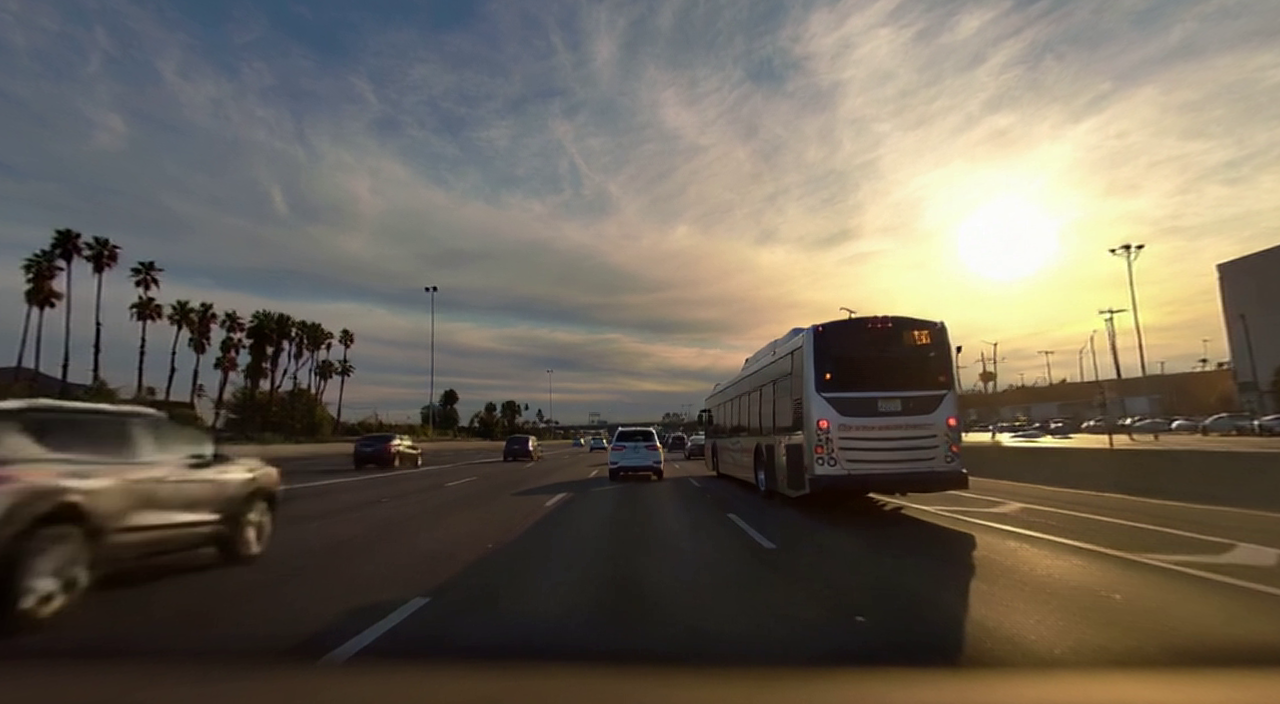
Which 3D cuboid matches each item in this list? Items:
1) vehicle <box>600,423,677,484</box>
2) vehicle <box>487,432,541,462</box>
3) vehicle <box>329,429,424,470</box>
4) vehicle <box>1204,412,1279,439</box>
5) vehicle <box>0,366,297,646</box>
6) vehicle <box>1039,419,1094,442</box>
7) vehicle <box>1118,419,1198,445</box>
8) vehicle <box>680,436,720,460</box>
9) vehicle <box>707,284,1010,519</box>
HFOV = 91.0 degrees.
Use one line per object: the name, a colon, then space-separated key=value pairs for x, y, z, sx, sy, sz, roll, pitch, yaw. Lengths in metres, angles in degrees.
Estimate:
vehicle: x=-0.009 y=3.317 z=20.721 sx=2.268 sy=1.796 sz=4.280 roll=0 pitch=-9 yaw=1
vehicle: x=-7.745 y=5.927 z=39.157 sx=2.291 sy=1.729 sz=4.879 roll=0 pitch=-9 yaw=1
vehicle: x=-12.363 y=4.639 z=29.984 sx=2.332 sy=1.748 sz=4.897 roll=0 pitch=-9 yaw=0
vehicle: x=41.847 y=5.107 z=43.372 sx=4.228 sy=1.685 sz=1.871 roll=-7 pitch=-11 yaw=40
vehicle: x=-5.117 y=1.120 z=4.923 sx=2.100 sy=1.765 sz=4.743 roll=0 pitch=-9 yaw=1
vehicle: x=33.451 y=6.214 z=49.508 sx=1.859 sy=1.638 sz=4.161 roll=-1 pitch=-9 yaw=8
vehicle: x=32.158 y=5.029 z=39.244 sx=1.795 sy=1.481 sz=3.986 roll=-1 pitch=-9 yaw=4
vehicle: x=3.869 y=6.332 z=41.591 sx=2.039 sy=1.516 sz=4.521 roll=0 pitch=-9 yaw=-2
vehicle: x=4.062 y=1.780 z=16.767 sx=3.020 sy=3.622 sz=14.302 roll=0 pitch=-9 yaw=0
